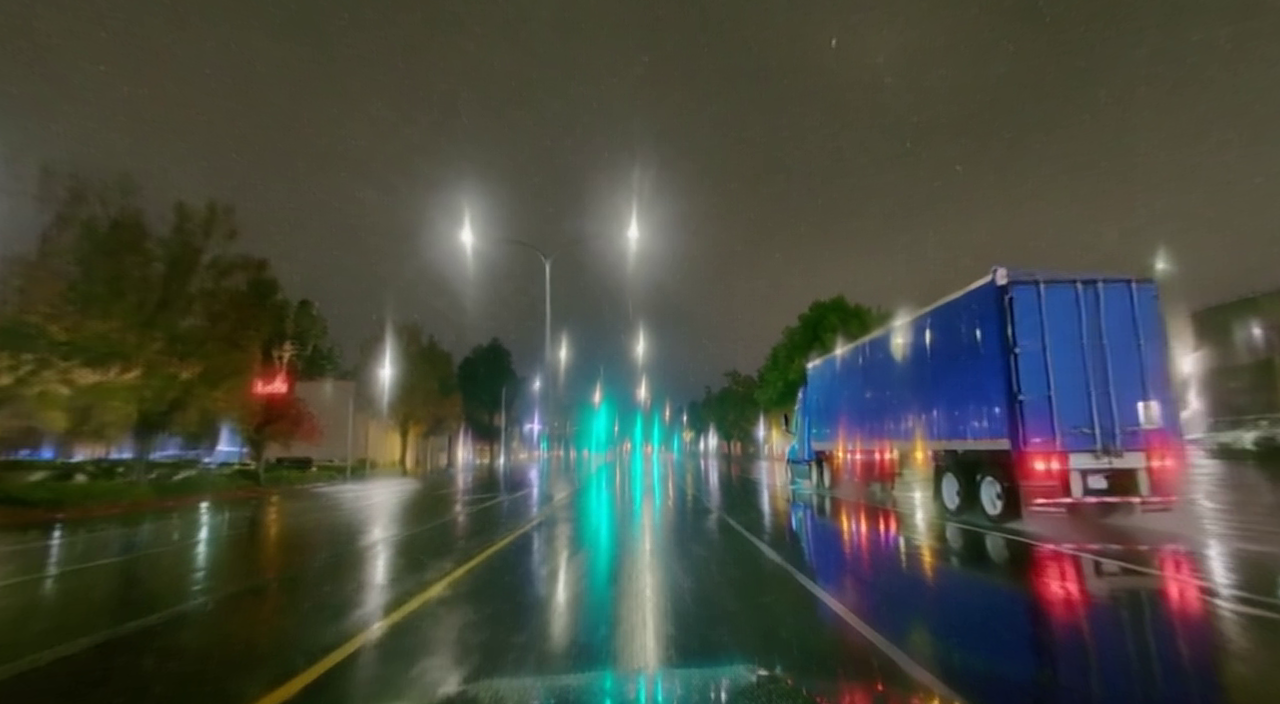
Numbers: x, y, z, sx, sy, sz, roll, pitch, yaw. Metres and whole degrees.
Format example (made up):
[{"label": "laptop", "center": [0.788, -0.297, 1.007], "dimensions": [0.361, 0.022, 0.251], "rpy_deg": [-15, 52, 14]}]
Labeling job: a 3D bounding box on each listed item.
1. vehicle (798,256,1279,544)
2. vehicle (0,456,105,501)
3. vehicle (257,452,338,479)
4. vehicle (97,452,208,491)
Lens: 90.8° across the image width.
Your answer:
[{"label": "vehicle", "center": [6.659, 1.415, 14.049], "dimensions": [3.120, 3.794, 11.510], "rpy_deg": [0, -9, -1]}, {"label": "vehicle", "center": [-27.970, 5.743, 29.077], "dimensions": [2.037, 1.764, 5.556], "rpy_deg": [0, -9, -4]}, {"label": "vehicle", "center": [-25.446, 8.404, 47.038], "dimensions": [4.900, 1.808, 2.103], "rpy_deg": [7, -11, -39]}, {"label": "vehicle", "center": [-26.112, 6.434, 34.164], "dimensions": [2.090, 1.772, 5.499], "rpy_deg": [-3, -10, -5]}]
